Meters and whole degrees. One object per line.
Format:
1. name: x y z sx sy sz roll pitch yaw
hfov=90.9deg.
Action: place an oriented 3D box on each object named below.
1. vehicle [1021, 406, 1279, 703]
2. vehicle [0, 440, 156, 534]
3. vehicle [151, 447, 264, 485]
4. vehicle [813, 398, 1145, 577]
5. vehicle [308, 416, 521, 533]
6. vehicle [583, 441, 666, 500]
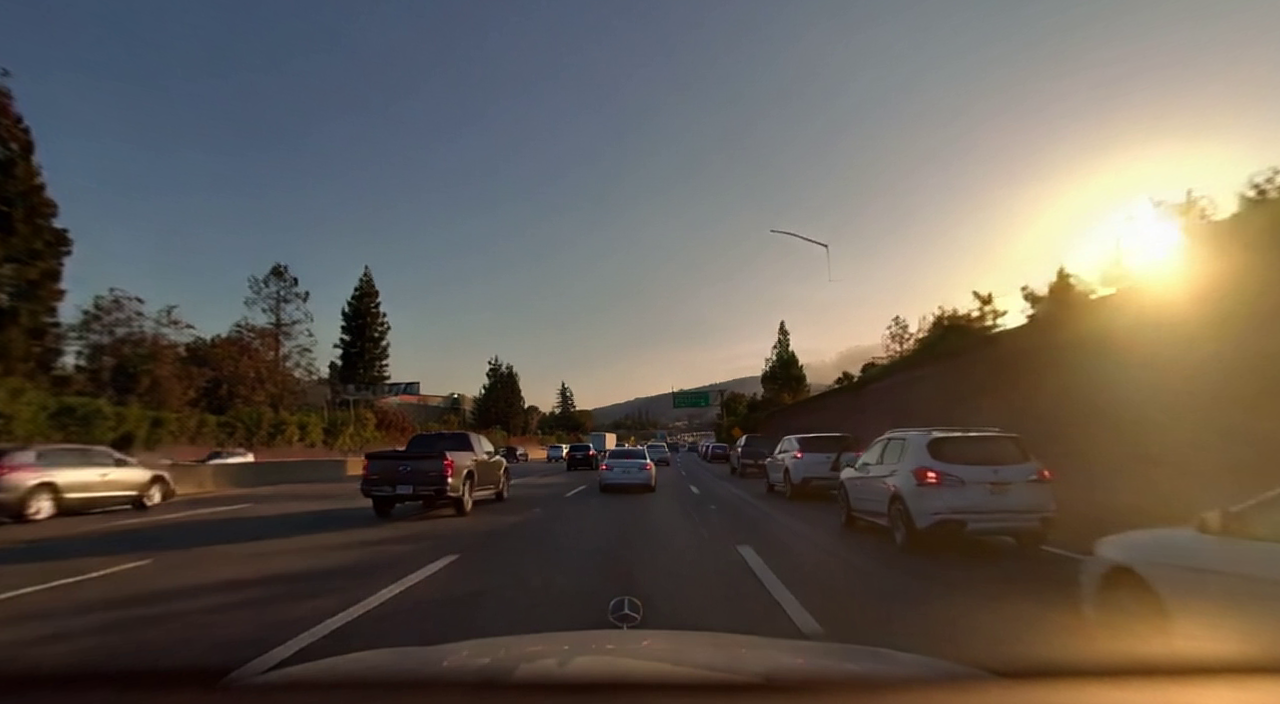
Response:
1. vehicle: 3.762 0.923 2.364 1.940 1.475 4.328 0 -8 0
2. vehicle: -11.285 2.301 10.986 1.907 1.508 4.608 0 -8 2
3. vehicle: -18.696 4.909 27.531 1.813 1.478 4.228 0 -8 3
4. vehicle: 4.030 1.698 8.693 2.003 1.778 4.658 0 -8 1
5. vehicle: -4.040 2.316 12.651 2.110 1.811 5.585 0 -8 1
6. vehicle: -0.353 3.243 17.736 2.070 1.456 4.029 0 -8 1
